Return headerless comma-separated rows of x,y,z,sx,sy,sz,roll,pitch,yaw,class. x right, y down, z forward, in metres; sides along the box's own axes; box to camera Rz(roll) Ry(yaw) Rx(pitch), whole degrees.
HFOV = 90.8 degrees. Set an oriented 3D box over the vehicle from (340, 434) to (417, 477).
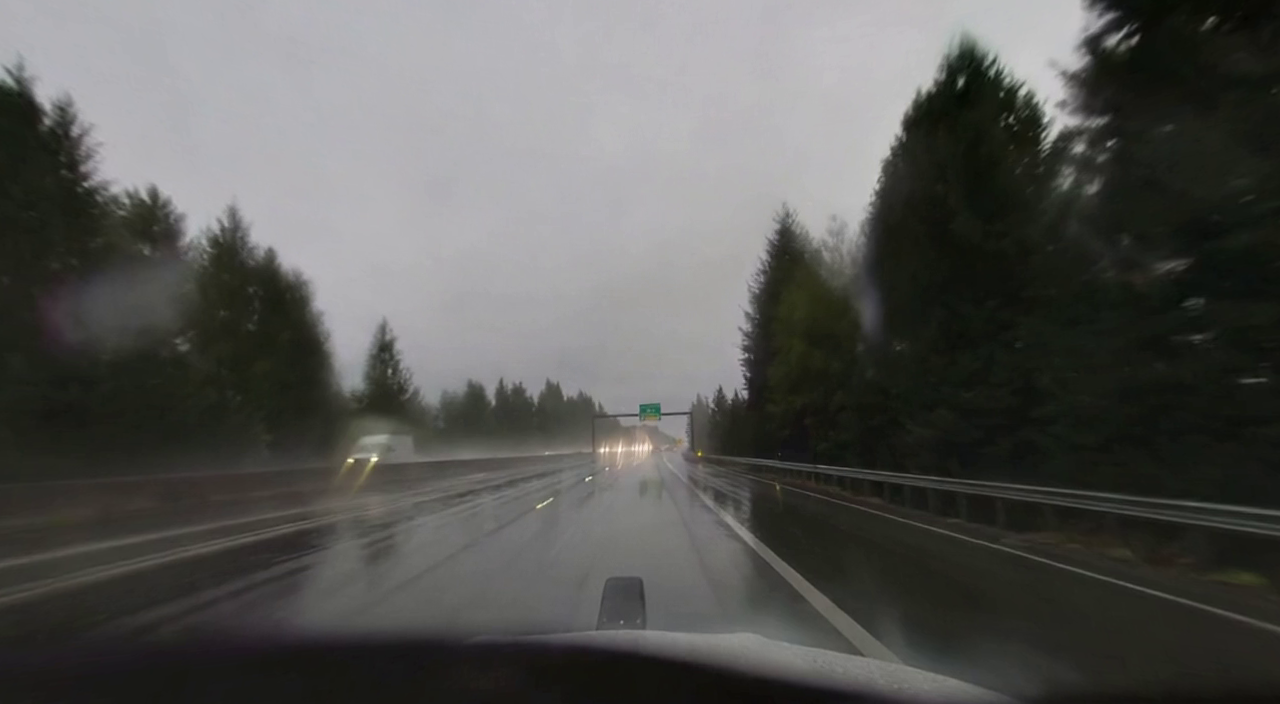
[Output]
-17.271,6.869,42.067,2.295,2.600,6.283,0,-9,1,vehicle
